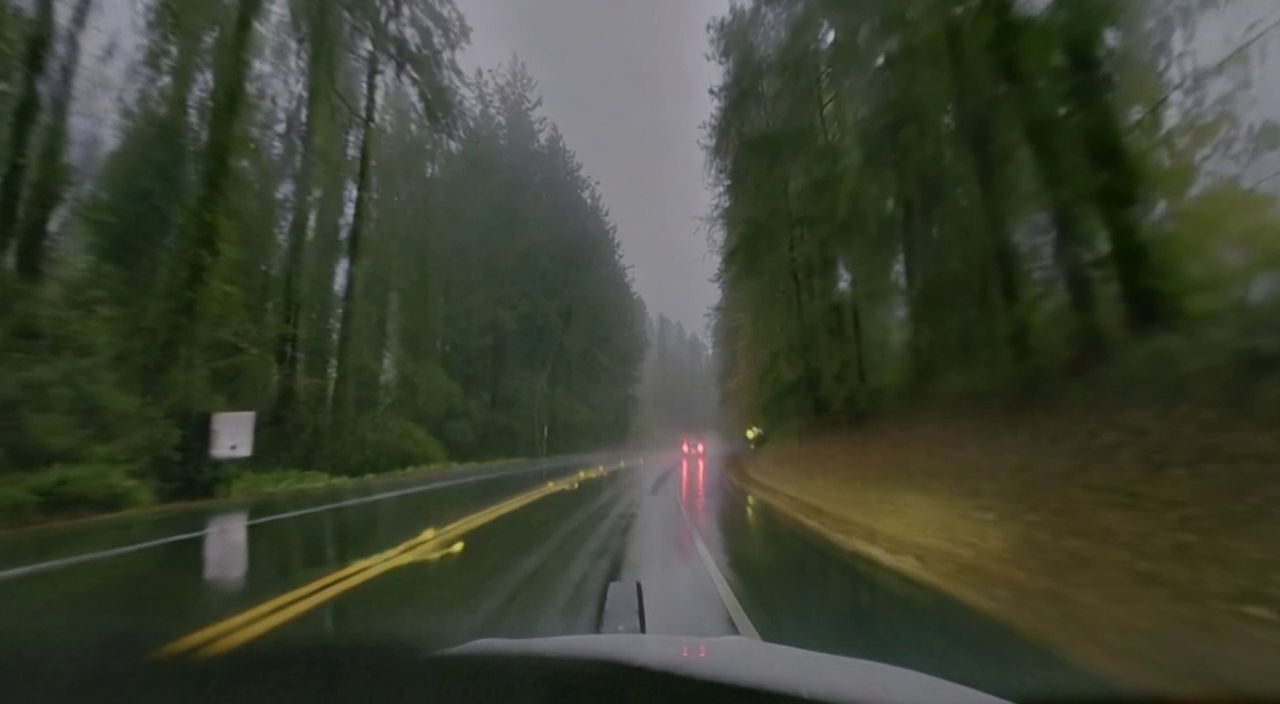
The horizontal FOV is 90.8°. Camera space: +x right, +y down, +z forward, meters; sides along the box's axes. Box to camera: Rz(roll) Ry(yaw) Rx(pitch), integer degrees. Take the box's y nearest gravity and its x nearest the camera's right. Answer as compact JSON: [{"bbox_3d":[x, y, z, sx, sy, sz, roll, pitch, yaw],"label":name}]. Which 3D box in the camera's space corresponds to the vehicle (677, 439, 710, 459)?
[{"bbox_3d":[4.265,7.670,49.876,2.042,1.489,4.078,-2,-9,13],"label":"vehicle"}]
